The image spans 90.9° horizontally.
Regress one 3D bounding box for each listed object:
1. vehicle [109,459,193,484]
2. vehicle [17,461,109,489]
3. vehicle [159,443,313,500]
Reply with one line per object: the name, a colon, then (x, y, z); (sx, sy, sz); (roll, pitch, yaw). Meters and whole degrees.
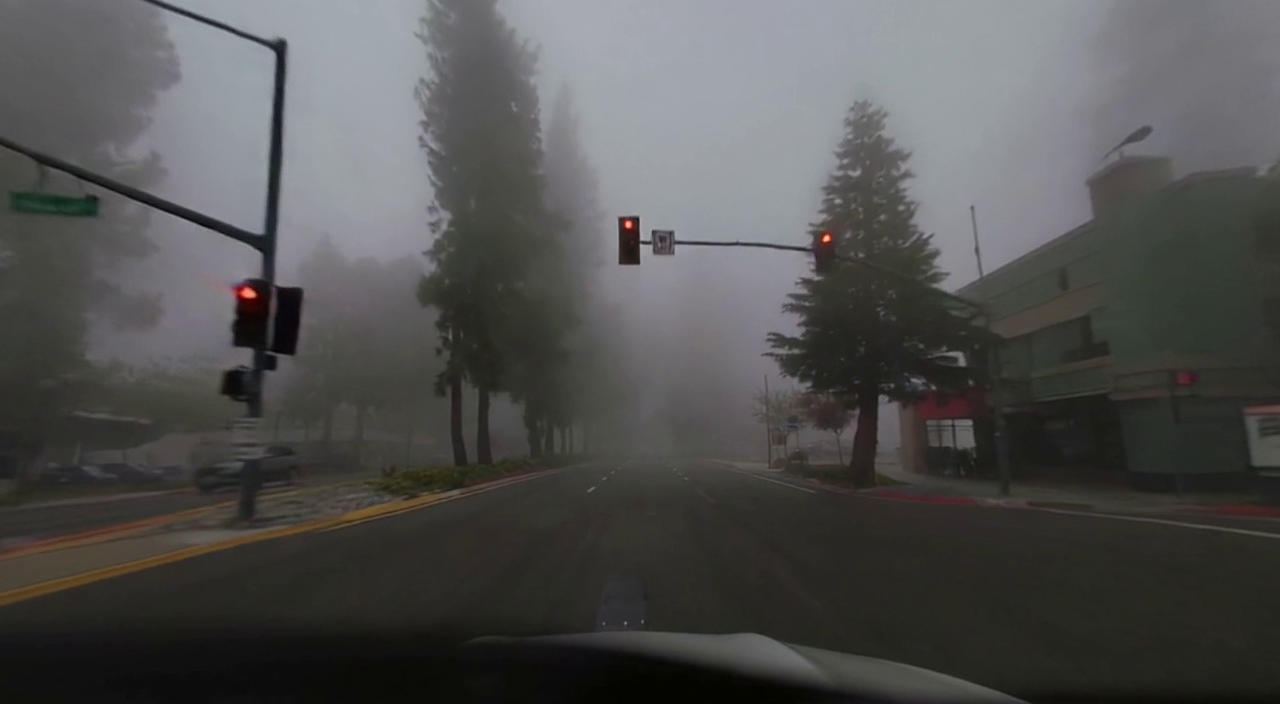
vehicle: (-31.818, 7.764, 41.183); (1.876, 1.470, 4.706); (1, -9, -2)
vehicle: (-37.211, 7.928, 40.803); (1.796, 1.451, 4.459); (-4, -8, 0)
vehicle: (-12.230, 3.613, 19.496); (1.882, 1.541, 4.280); (0, -9, 0)
